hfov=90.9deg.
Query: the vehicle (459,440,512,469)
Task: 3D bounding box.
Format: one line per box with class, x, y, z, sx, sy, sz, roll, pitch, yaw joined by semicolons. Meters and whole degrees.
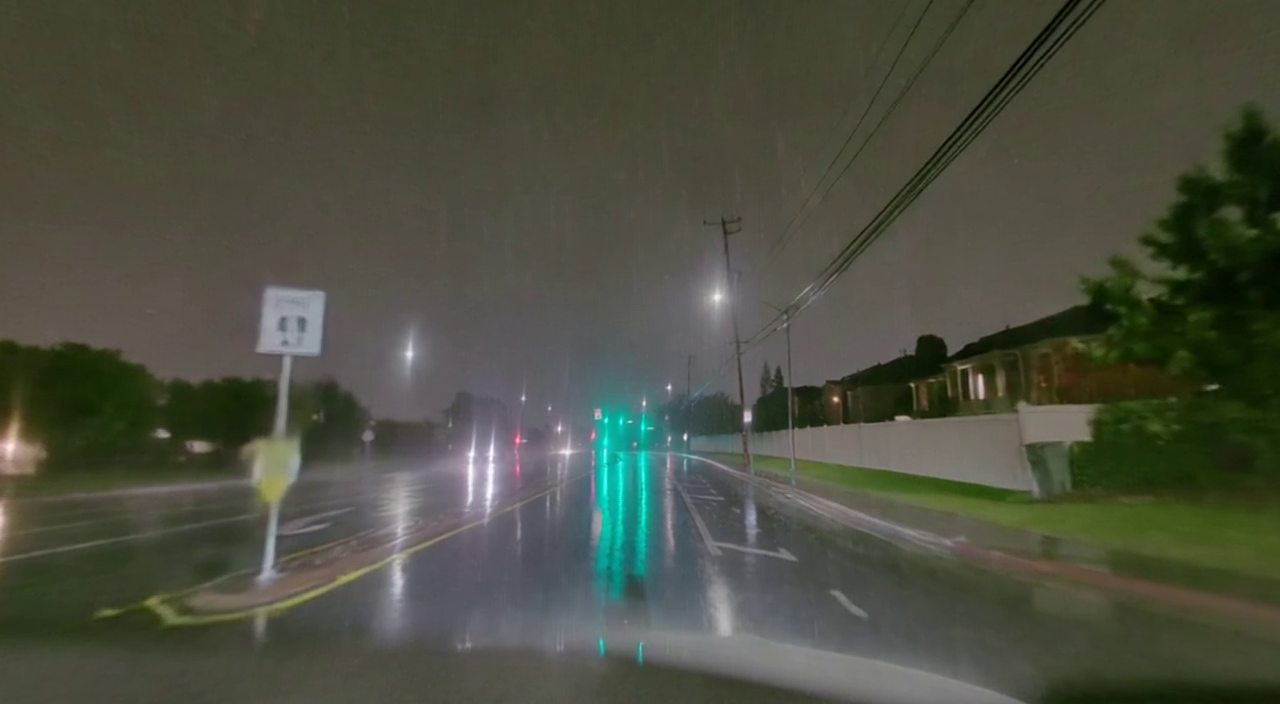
vehicle;-10.852;7.243;44.693;2.336;1.905;4.908;0;-8;1
